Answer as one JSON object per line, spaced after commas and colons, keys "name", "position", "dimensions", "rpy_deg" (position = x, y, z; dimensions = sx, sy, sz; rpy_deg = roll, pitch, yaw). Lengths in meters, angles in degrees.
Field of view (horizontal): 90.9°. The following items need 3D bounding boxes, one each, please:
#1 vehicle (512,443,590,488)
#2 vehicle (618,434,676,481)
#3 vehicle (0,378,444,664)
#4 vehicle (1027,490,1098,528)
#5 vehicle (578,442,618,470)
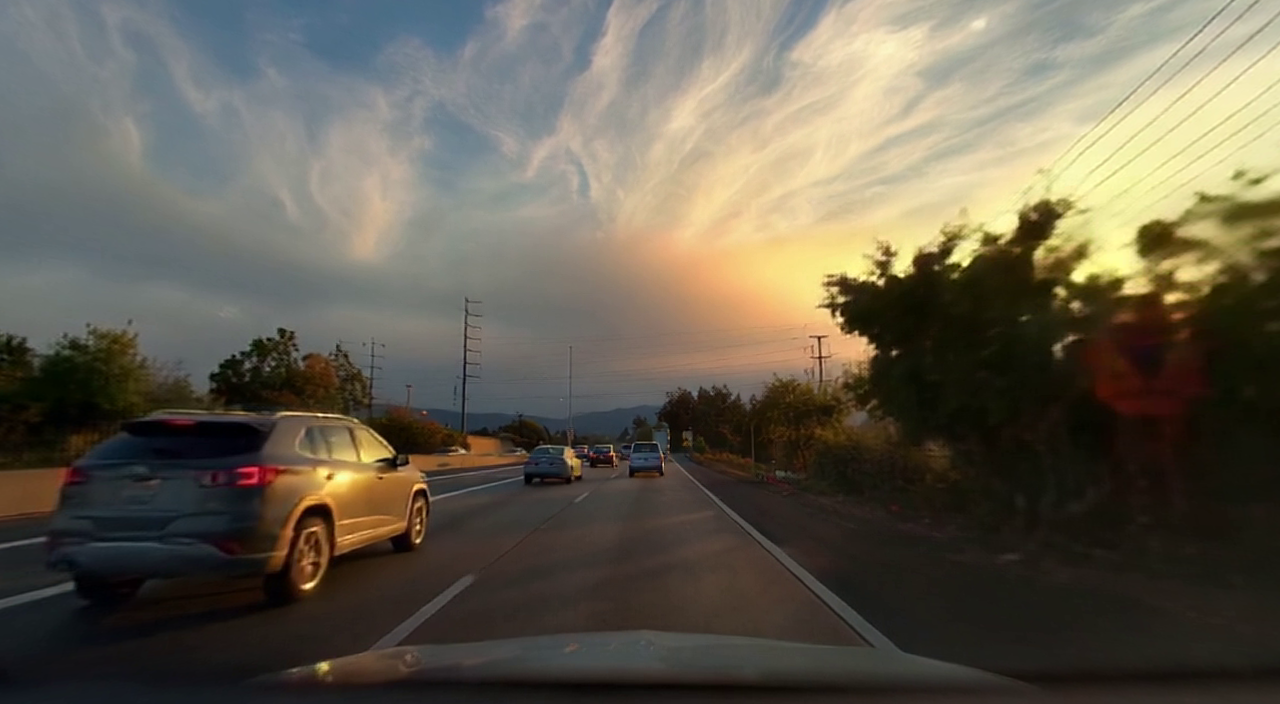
{"name": "vehicle", "position": [-3.130, 4.079, 23.095], "dimensions": [2.092, 1.464, 4.466], "rpy_deg": [0, -8, 2]}
{"name": "vehicle", "position": [0.310, 4.536, 27.364], "dimensions": [2.319, 1.813, 4.274], "rpy_deg": [0, -8, 1]}
{"name": "vehicle", "position": [-3.760, 1.375, 6.228], "dimensions": [2.104, 1.754, 4.515], "rpy_deg": [0, -8, 1]}
{"name": "vehicle", "position": [30.444, 11.286, 45.682], "dimensions": [2.164, 2.048, 5.656], "rpy_deg": [-2, -9, 11]}
{"name": "vehicle", "position": [-2.677, 6.755, 41.067], "dimensions": [2.051, 1.695, 4.731], "rpy_deg": [-1, -8, 3]}
